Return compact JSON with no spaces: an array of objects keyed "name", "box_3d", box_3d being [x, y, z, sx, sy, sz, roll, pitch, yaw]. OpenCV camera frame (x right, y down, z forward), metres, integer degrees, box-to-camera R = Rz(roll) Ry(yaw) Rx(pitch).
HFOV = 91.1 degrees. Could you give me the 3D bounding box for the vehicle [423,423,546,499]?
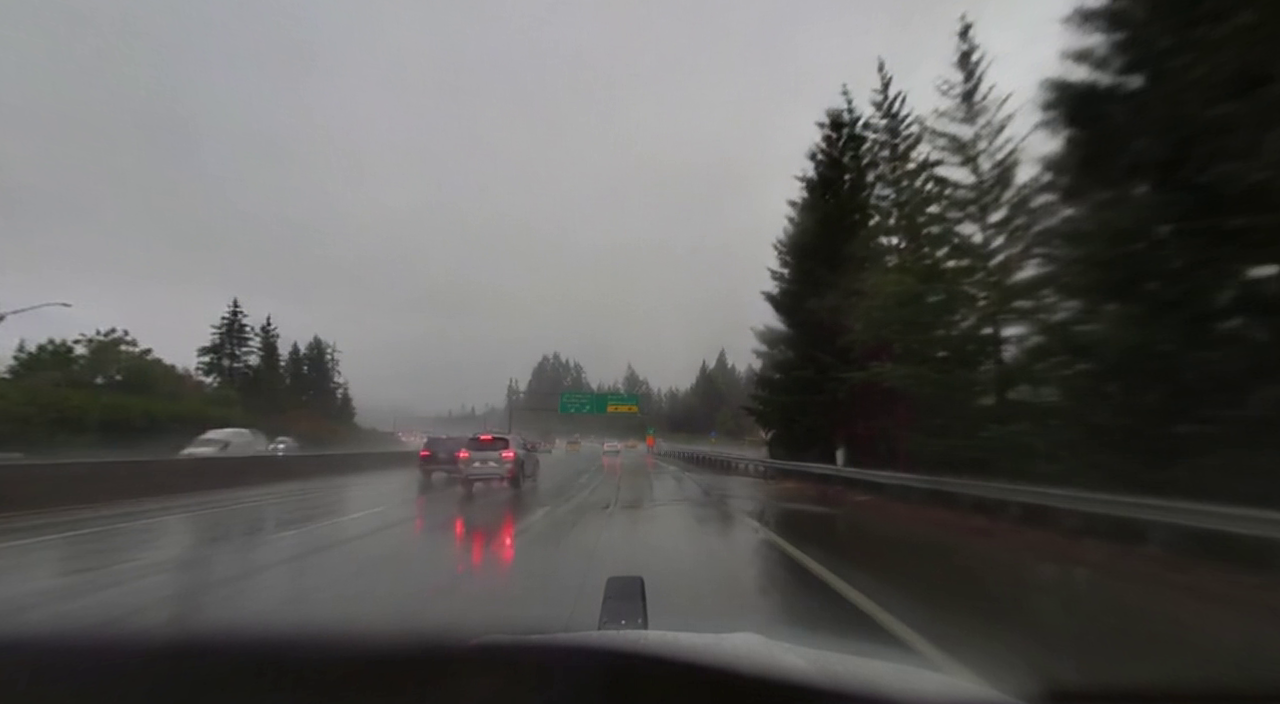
[{"name":"vehicle","box_3d":[-4.089,2.962,17.505,2.142,1.789,5.009,0,-8,0]}]
